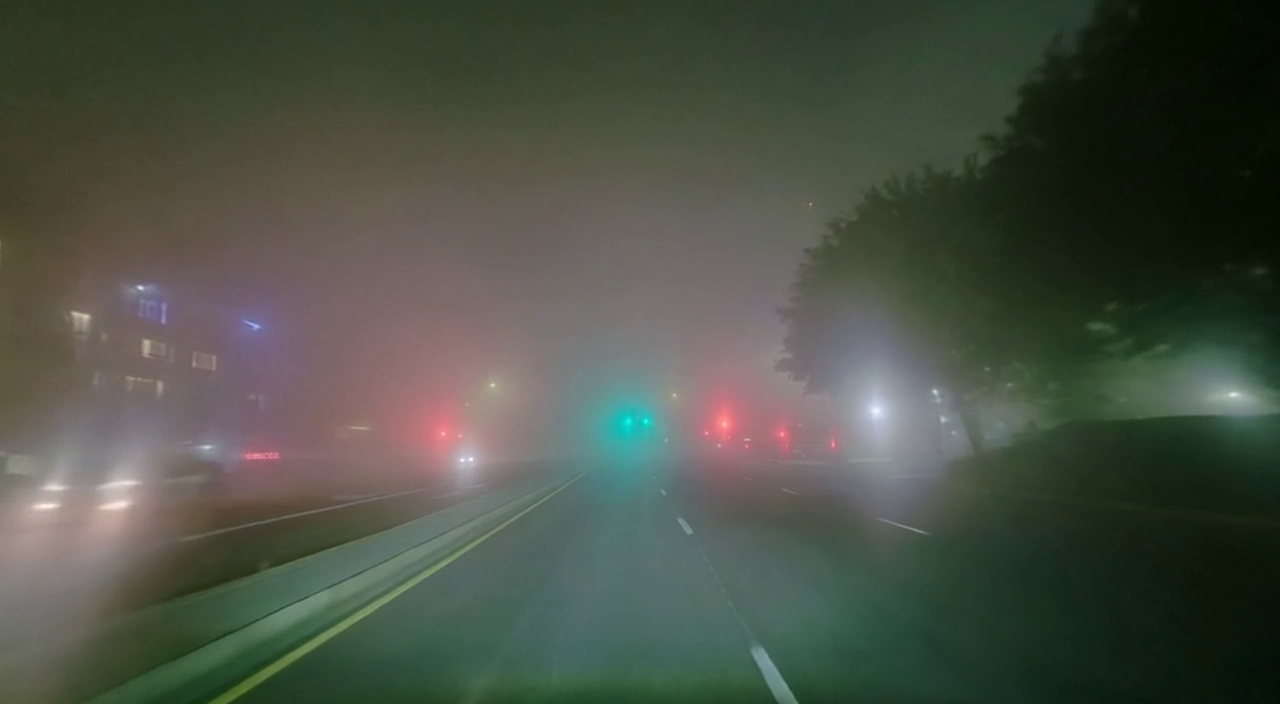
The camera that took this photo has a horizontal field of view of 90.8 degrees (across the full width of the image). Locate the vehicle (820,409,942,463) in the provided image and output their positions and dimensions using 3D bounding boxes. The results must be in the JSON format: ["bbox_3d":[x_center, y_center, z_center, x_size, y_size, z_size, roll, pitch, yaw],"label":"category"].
[{"bbox_3d":[16.619,5.824,43.893,7.225,3.553,2.709,0,-9,-4],"label":"vehicle"}]

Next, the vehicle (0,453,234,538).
[{"bbox_3d":[-11.810,3.125,14.441,1.918,1.546,4.683,0,-9,0],"label":"vehicle"}]
